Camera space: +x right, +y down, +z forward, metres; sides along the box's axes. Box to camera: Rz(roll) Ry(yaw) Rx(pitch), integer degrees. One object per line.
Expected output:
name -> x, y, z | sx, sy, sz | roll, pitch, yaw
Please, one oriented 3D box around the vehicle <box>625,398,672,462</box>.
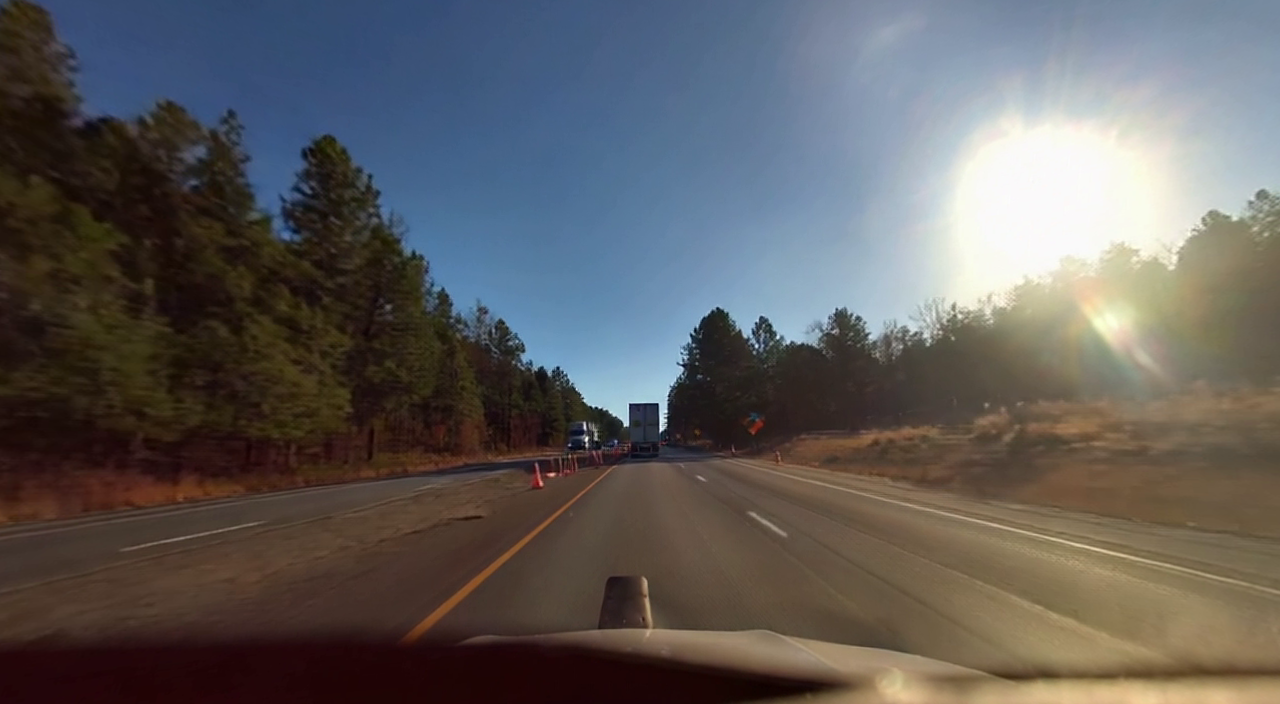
vehicle -> 0.414, 5.747, 45.604 | 2.935, 4.068, 11.036 | 0, -8, -2
